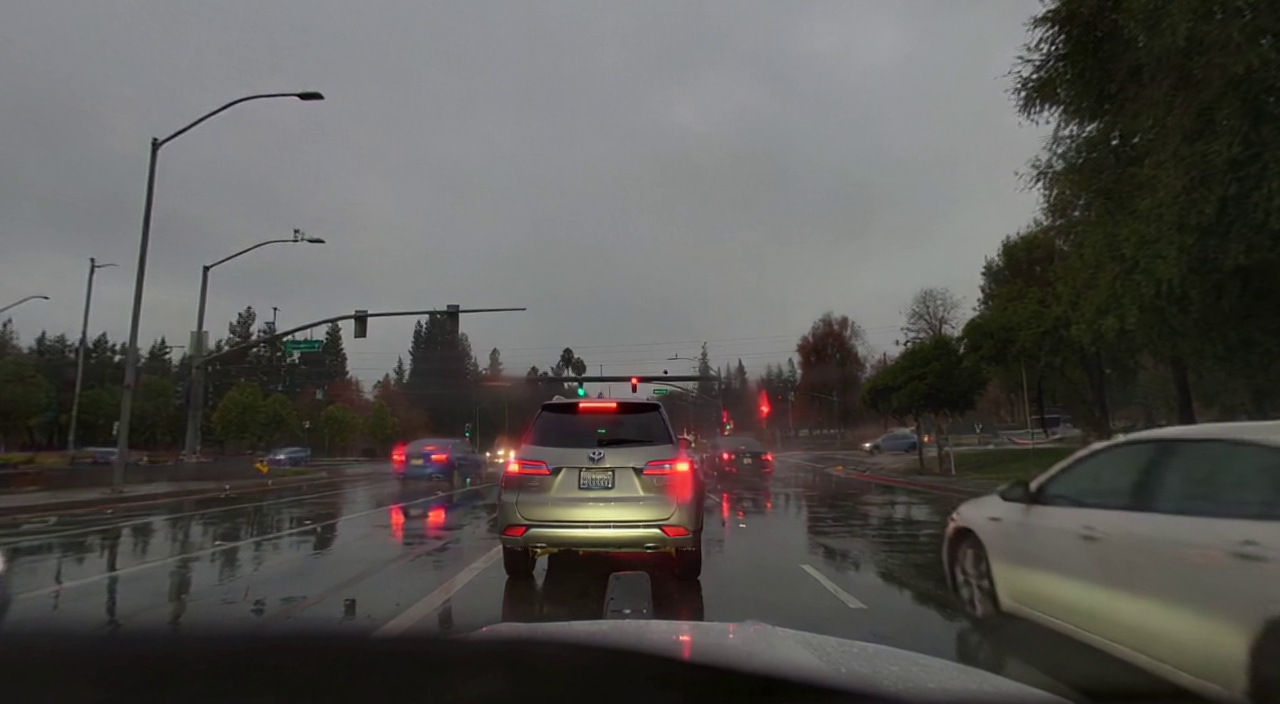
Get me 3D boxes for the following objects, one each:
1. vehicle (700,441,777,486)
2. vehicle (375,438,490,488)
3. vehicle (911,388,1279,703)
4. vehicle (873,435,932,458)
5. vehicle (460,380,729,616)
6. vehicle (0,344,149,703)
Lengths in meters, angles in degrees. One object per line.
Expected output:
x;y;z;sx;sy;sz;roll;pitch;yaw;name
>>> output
3.369;3.896;22.390;2.104;1.441;4.240;0;-8;1;vehicle
-6.828;3.707;21.414;2.060;1.473;4.950;0;-8;2;vehicle
3.340;1.010;3.093;2.121;1.494;4.208;0;-8;0;vehicle
19.981;7.199;47.910;4.361;1.653;2.034;6;-10;-35;vehicle
-0.341;1.440;7.099;2.064;1.817;4.298;0;-8;0;vehicle
-3.679;0.570;0.958;2.160;1.666;4.583;0;-8;0;vehicle
